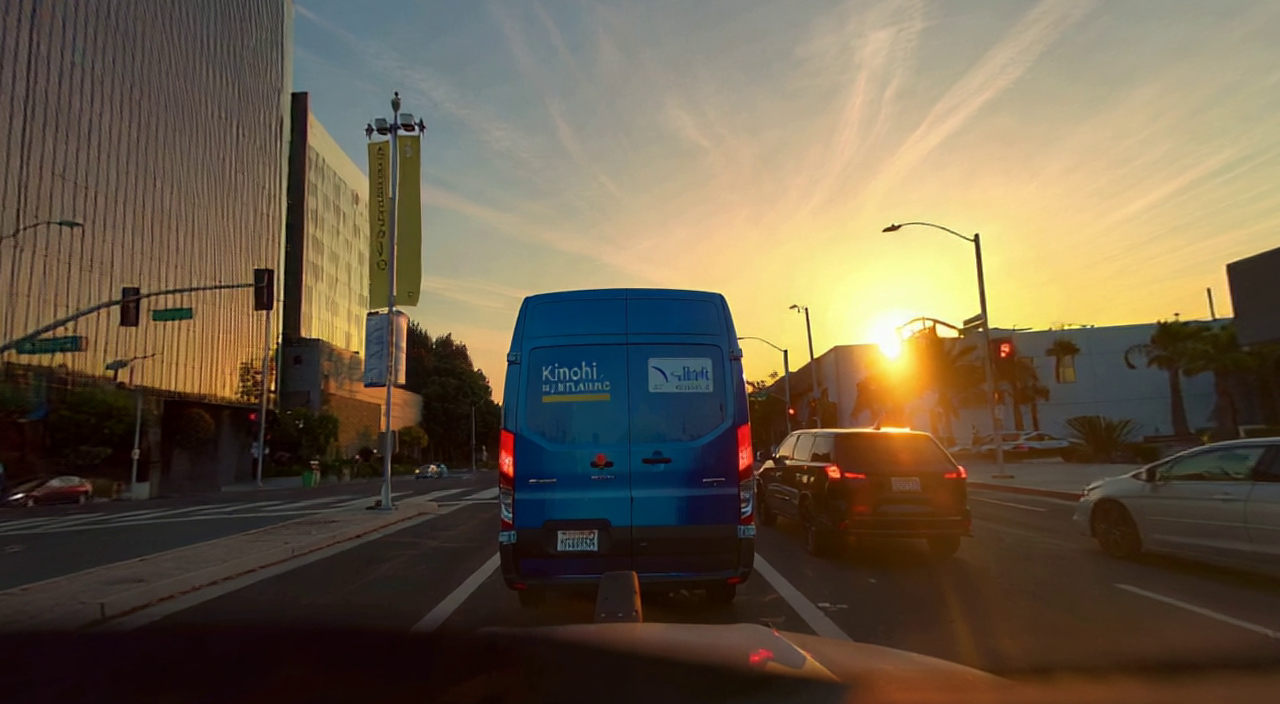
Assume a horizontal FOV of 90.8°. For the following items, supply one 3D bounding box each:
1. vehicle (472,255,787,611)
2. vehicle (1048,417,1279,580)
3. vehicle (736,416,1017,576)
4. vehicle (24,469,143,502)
[{"bbox_3d":[-0.045,1.181,9.077,2.613,3.035,7.342,0,-8,1],"label":"vehicle"},{"bbox_3d":[7.531,1.587,7.019,1.963,1.669,4.678,3,-9,-20],"label":"vehicle"},{"bbox_3d":[2.876,1.868,9.050,2.183,1.676,4.506,0,-8,-1],"label":"vehicle"},{"bbox_3d":[-31.097,7.450,35.412,4.806,1.652,1.869,0,-8,-2],"label":"vehicle"}]
